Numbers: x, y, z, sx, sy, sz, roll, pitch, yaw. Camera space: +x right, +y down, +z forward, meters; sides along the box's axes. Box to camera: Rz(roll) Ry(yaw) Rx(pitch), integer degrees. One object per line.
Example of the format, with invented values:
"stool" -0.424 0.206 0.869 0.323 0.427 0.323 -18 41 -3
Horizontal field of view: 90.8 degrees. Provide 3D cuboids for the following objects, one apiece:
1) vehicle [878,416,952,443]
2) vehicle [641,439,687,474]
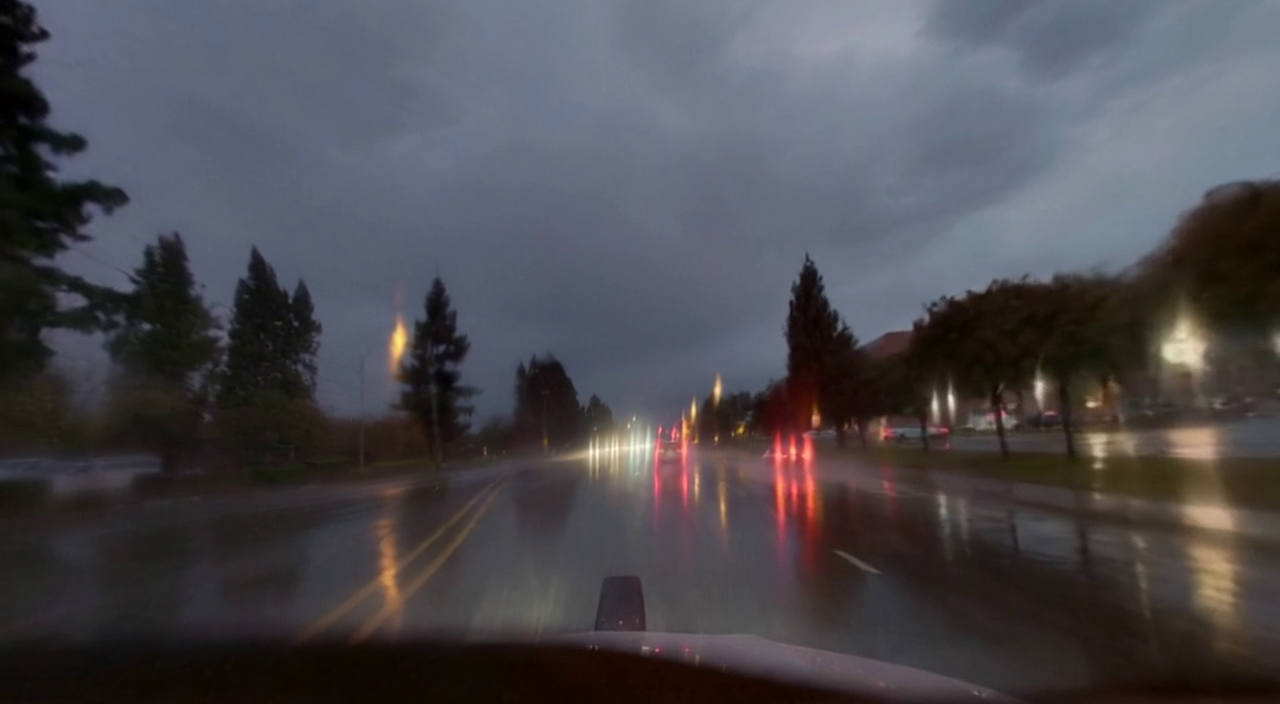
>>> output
"vehicle" 19.925 5.671 45.948 4.359 1.849 2.152 -1 -8 3
"vehicle" 1.211 5.249 31.875 2.181 1.639 4.127 0 -9 2
